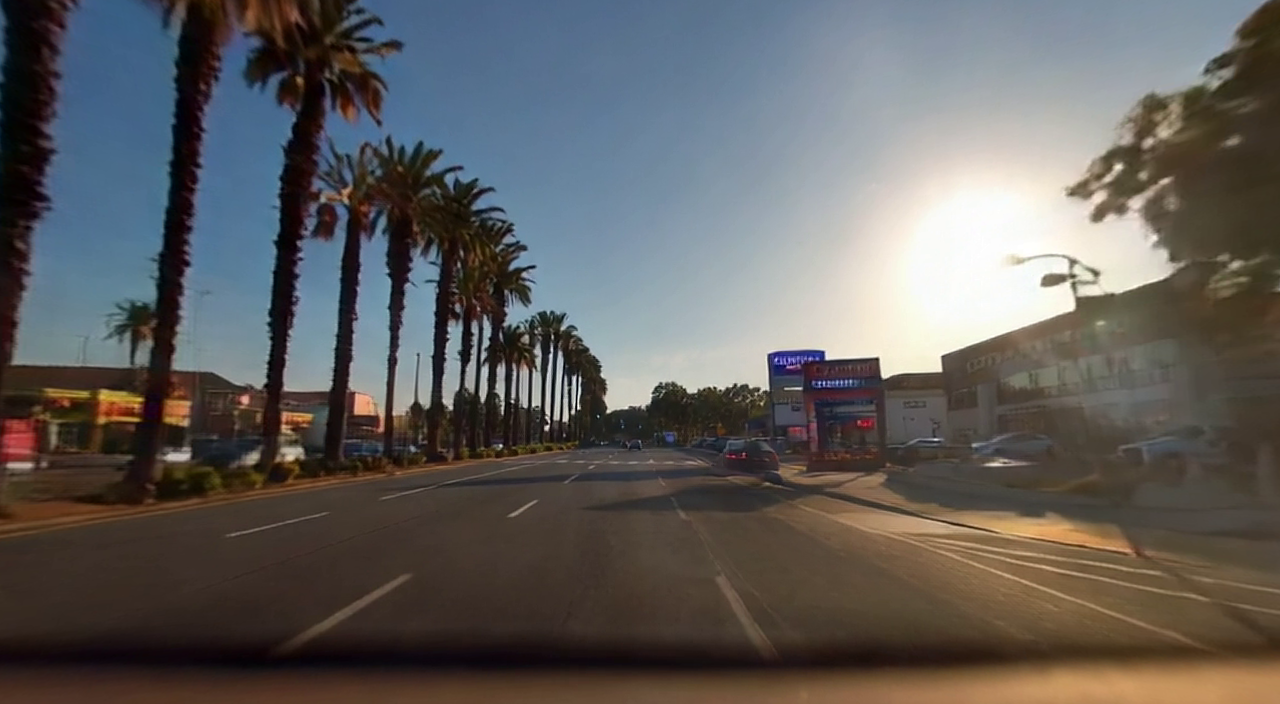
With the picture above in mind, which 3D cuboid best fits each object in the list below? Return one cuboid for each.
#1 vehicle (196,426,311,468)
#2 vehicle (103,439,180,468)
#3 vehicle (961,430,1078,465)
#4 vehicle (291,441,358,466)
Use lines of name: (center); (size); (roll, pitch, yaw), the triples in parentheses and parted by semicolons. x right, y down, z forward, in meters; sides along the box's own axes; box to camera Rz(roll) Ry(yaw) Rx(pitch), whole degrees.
vehicle: (-16.477, 4.101, 27.271); (2.013, 1.658, 4.697); (0, -8, -1)
vehicle: (-36.084, 7.345, 45.753); (4.042, 1.413, 1.826); (-7, -5, -2)
vehicle: (19.253, 4.863, 32.182); (4.552, 1.649, 2.187); (0, -8, -4)
vehicle: (-19.971, 6.449, 40.240); (1.919, 1.476, 4.738); (0, -9, -2)
